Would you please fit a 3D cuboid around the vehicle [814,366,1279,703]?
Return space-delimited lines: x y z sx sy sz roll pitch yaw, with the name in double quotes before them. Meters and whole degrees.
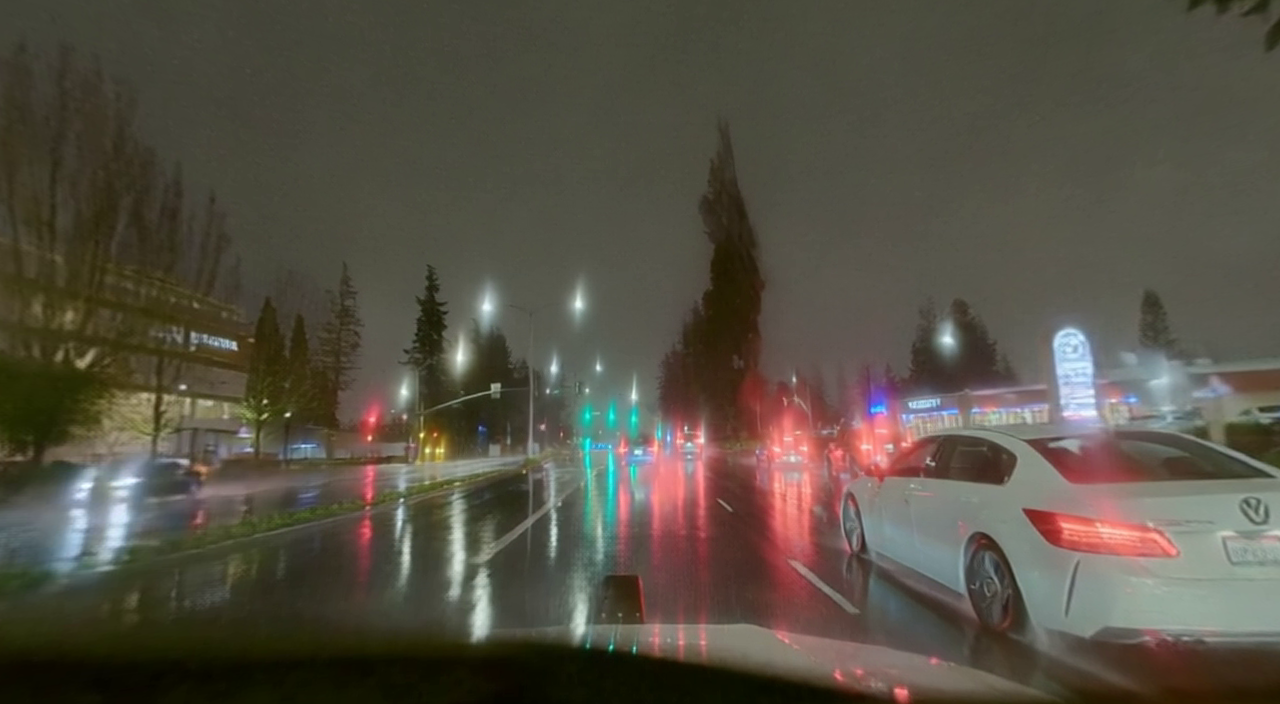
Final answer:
"vehicle" 3.208 1.216 5.246 2.153 1.658 4.485 0 -8 -1

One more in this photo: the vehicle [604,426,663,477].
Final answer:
"vehicle" -0.250 3.873 24.723 2.106 1.798 4.168 0 -8 -1

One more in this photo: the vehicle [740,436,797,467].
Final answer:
"vehicle" 6.321 4.960 31.576 1.883 1.452 4.258 0 -8 -1

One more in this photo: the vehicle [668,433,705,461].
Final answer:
"vehicle" 3.056 6.323 42.215 2.000 1.745 4.206 0 -8 -2

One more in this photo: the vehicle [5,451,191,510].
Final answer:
"vehicle" -17.110 4.018 20.354 1.984 1.492 4.677 -4 -8 -1
